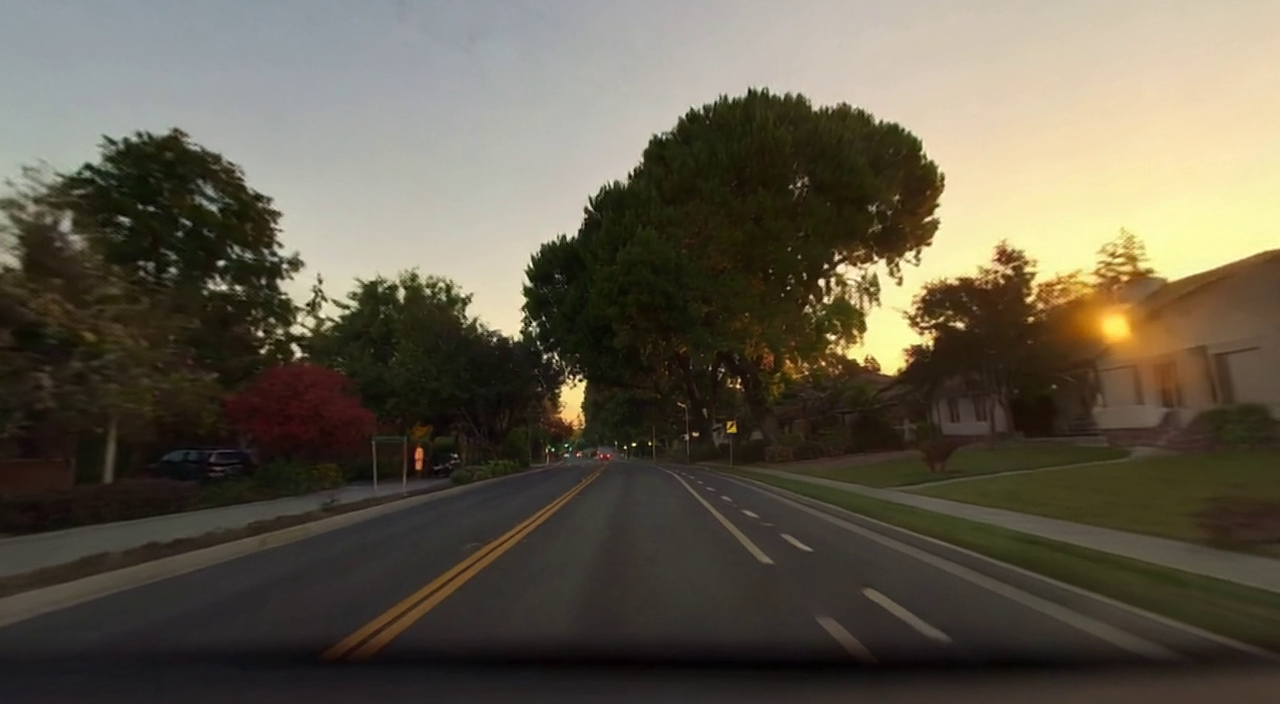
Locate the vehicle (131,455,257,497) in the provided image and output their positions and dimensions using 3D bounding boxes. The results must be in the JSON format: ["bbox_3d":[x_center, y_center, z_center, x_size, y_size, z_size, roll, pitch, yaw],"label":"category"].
[{"bbox_3d":[-20.588,5.700,29.217,4.459,1.772,2.011,-1,-9,8],"label":"vehicle"}]
